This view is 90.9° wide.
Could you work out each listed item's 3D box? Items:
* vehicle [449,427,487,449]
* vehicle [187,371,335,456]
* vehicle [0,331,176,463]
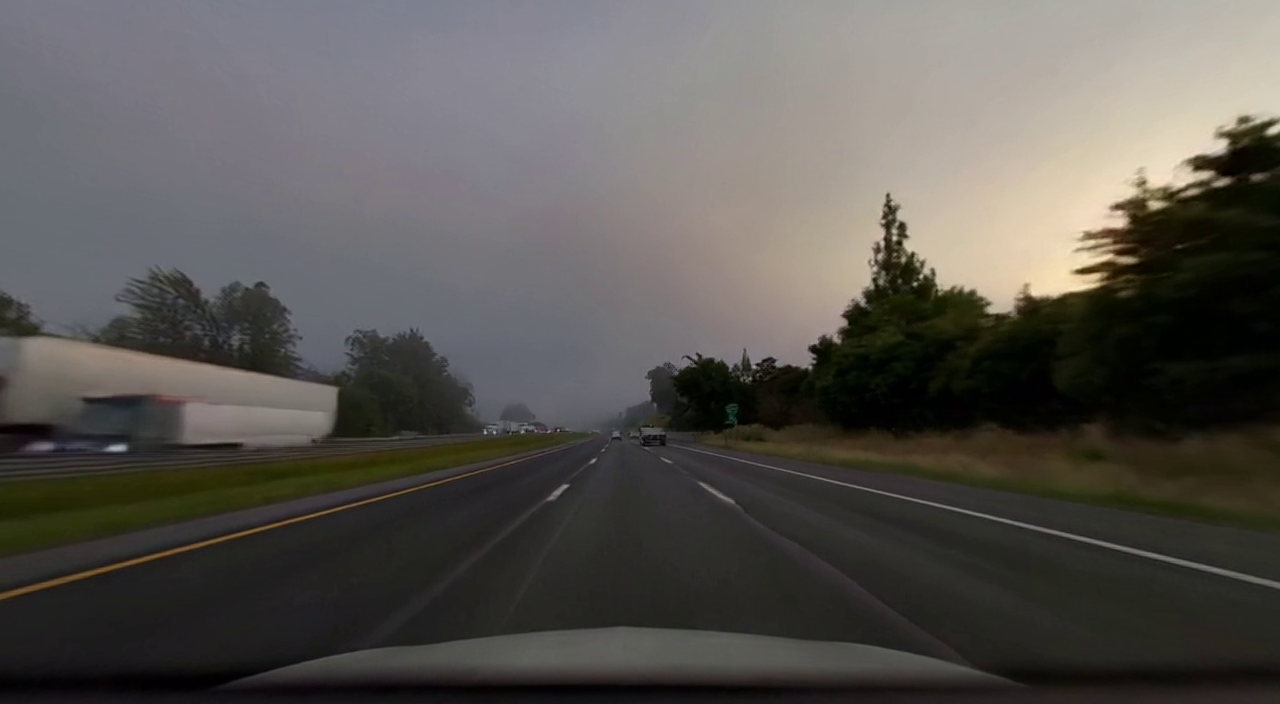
[{"bbox_3d":[-12.350,6.242,45.560,1.814,1.477,4.133,1,-8,-4],"label":"vehicle"},{"bbox_3d":[-20.049,3.476,34.189,2.831,4.025,8.299,0,-8,-1],"label":"vehicle"},{"bbox_3d":[-19.762,1.710,21.666,2.988,3.962,5.807,0,-8,-1],"label":"vehicle"}]
